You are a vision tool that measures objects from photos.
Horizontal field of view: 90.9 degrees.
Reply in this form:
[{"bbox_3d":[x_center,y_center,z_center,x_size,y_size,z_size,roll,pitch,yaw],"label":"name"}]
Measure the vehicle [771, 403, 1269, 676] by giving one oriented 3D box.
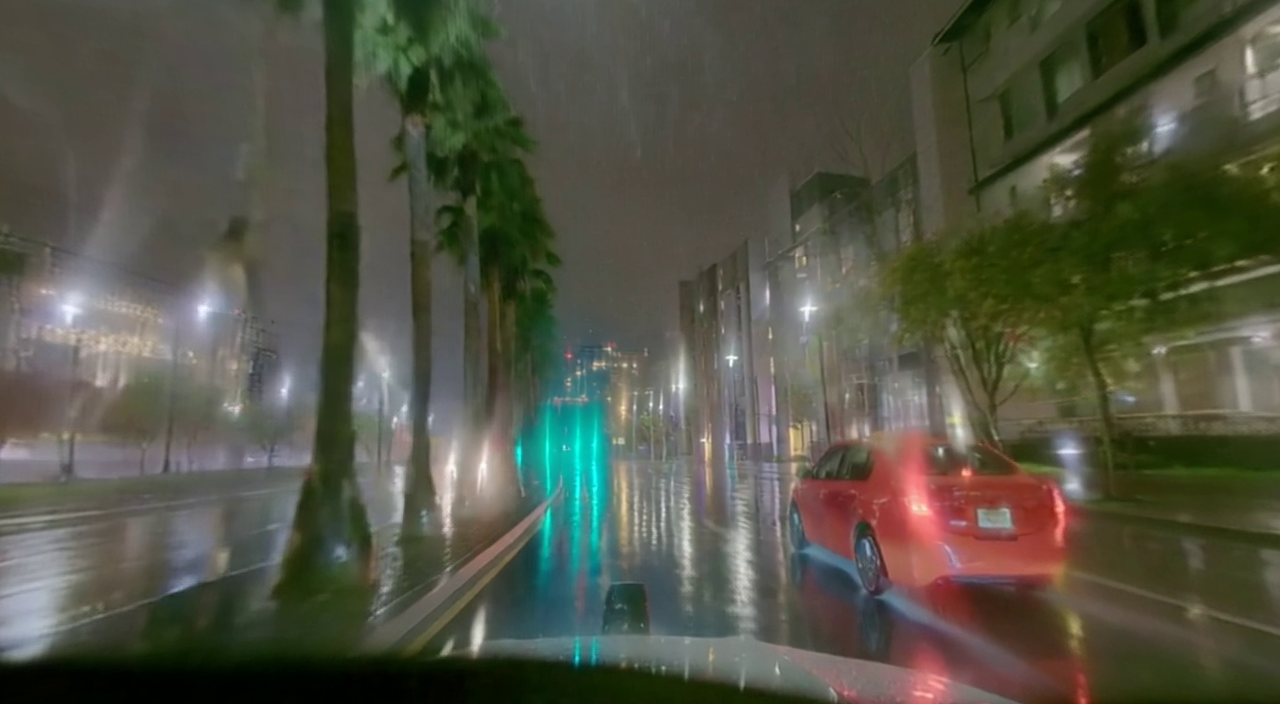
[{"bbox_3d":[2.674,1.413,5.887,1.867,1.554,4.301,0,-9,-1],"label":"vehicle"}]
